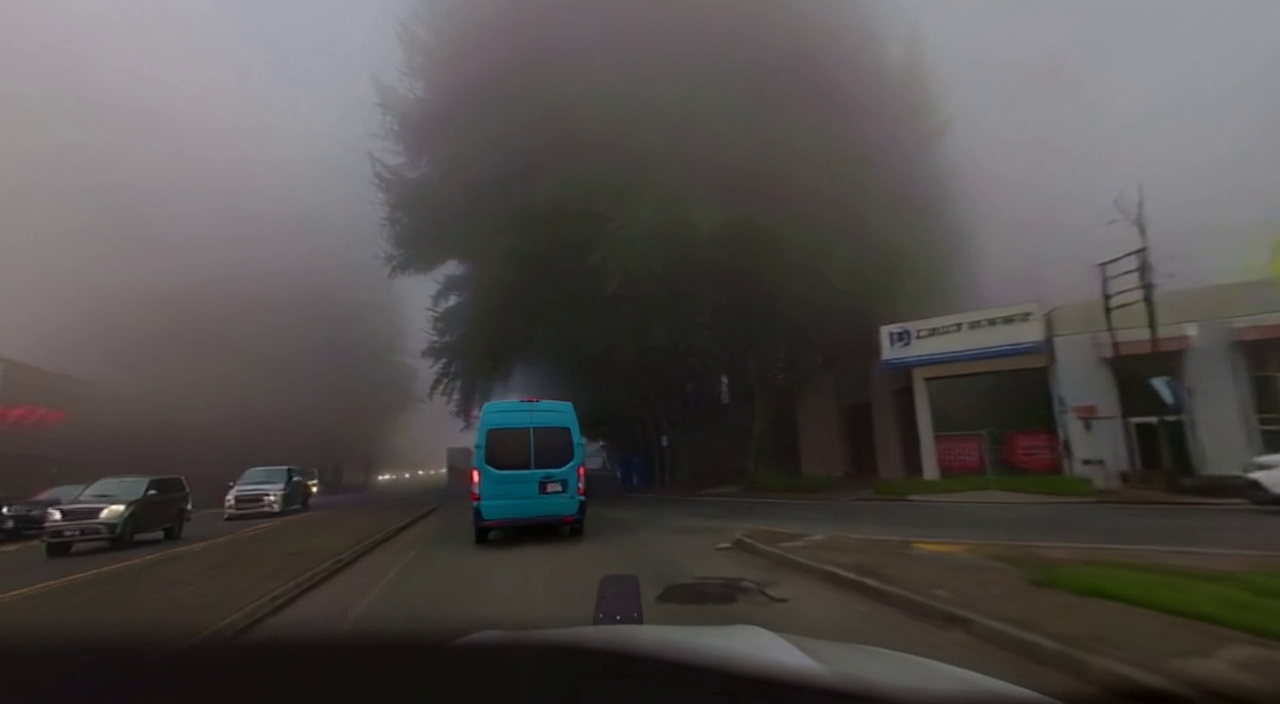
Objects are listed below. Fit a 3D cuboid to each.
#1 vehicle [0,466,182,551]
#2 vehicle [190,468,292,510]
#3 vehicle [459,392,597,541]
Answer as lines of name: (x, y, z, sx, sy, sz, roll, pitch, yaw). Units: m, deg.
vehicle: (-14.677, 4.120, 17.080, 2.114, 1.668, 3.747, -5, -8, -10)
vehicle: (-18.936, 6.483, 30.016, 1.938, 1.688, 4.523, 0, -9, -1)
vehicle: (-2.549, 2.471, 14.171, 2.432, 2.624, 5.670, 1, -9, -11)
